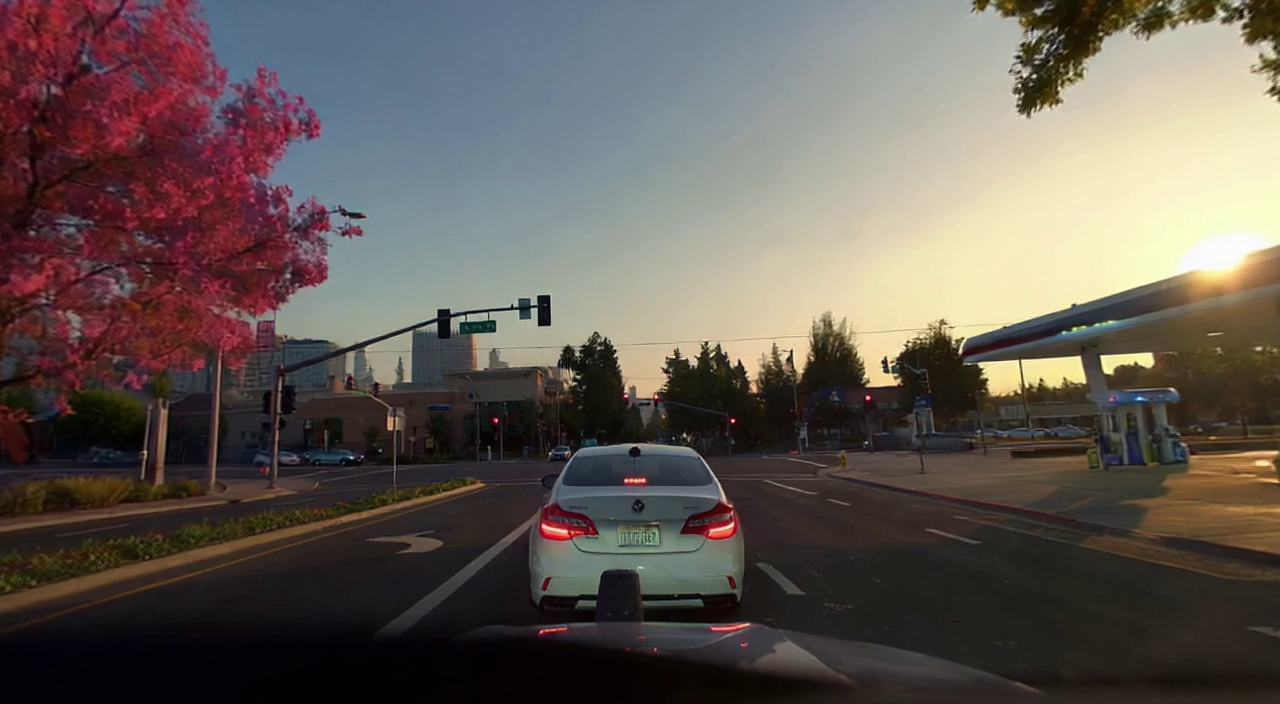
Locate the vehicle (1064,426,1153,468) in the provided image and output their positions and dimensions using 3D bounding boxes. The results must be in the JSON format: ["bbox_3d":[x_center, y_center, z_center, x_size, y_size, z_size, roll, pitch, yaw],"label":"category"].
[{"bbox_3d":[18.564,3.752,24.899,4.091,1.495,2.053,8,-12,-44],"label":"vehicle"}]

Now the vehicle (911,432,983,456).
[{"bbox_3d":[21.059,6.325,43.296,3.975,1.563,1.755,-1,-8,4],"label":"vehicle"}]

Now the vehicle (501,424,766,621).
[{"bbox_3d":[-0.047,1.600,6.897,2.010,1.482,4.057,0,-8,0],"label":"vehicle"}]
